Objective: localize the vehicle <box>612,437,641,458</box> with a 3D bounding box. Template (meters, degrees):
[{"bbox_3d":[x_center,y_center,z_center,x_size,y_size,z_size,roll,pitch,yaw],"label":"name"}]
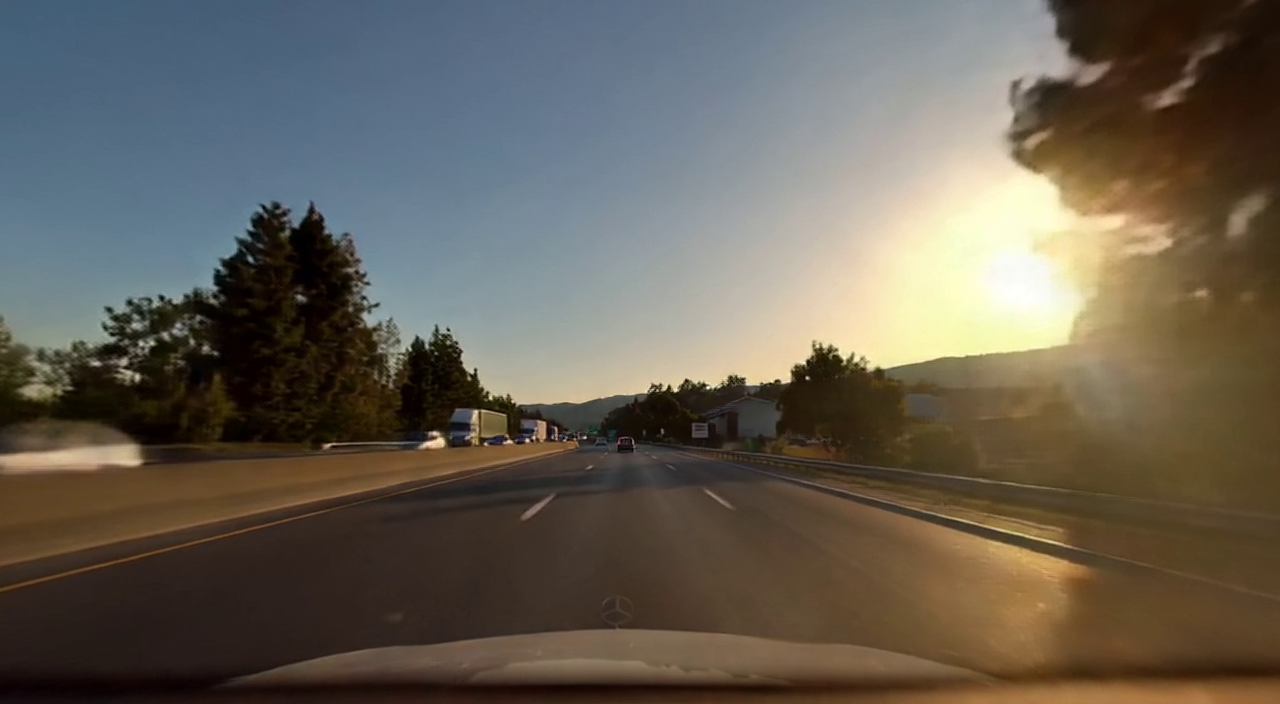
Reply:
[{"bbox_3d":[-1.038,7.234,47.893,2.099,1.504,3.843,0,-8,-2],"label":"vehicle"}]

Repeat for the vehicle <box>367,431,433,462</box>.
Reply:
[{"bbox_3d":[-12.705,5.032,33.627,1.900,1.490,4.375,0,-8,-1],"label":"vehicle"}]
